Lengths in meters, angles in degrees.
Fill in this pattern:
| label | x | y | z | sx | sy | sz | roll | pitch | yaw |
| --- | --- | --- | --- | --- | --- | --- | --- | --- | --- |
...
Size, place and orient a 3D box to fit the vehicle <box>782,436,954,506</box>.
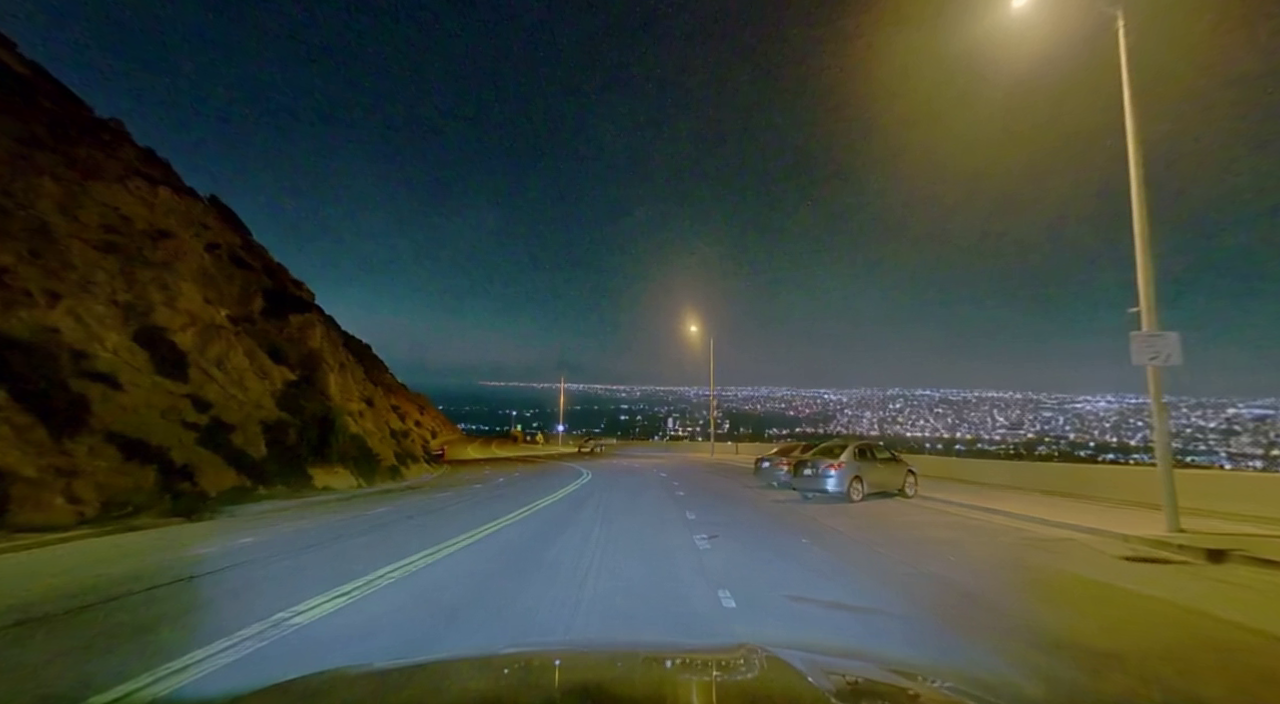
| label | x | y | z | sx | sy | sz | roll | pitch | yaw |
| --- | --- | --- | --- | --- | --- | --- | --- | --- | --- |
| vehicle | 5.915 | 2.946 | 16.152 | 4.609 | 1.505 | 2.061 | 7 | -11 | -40 |
